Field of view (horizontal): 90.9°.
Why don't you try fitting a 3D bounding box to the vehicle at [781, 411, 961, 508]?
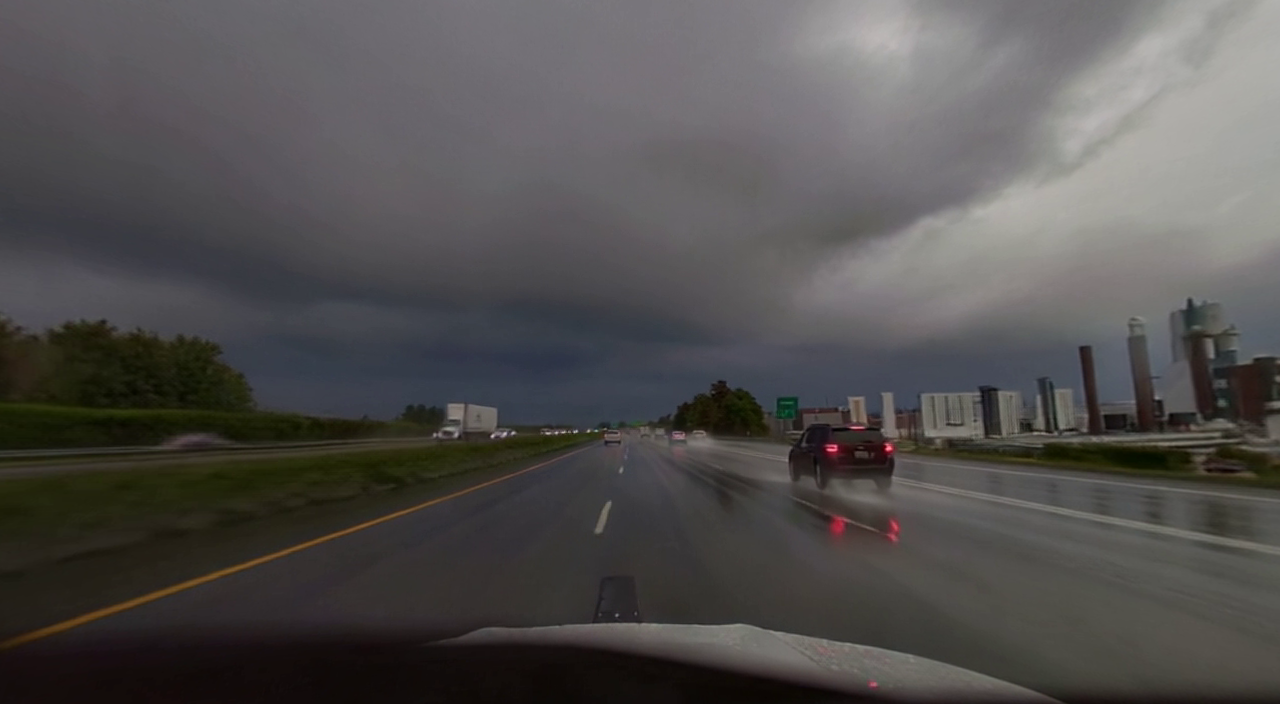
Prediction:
[{"bbox_3d":[4.423,2.127,12.894,2.022,1.637,4.229,0,-8,-1],"label":"vehicle"}]
